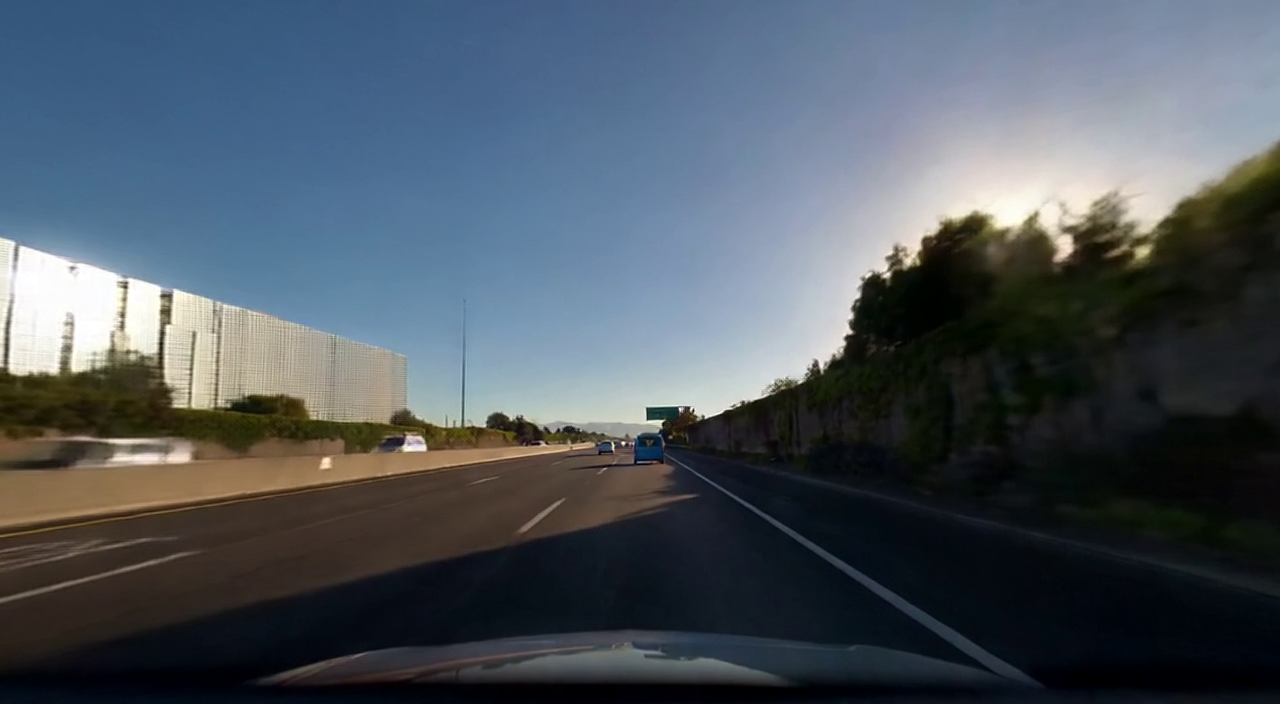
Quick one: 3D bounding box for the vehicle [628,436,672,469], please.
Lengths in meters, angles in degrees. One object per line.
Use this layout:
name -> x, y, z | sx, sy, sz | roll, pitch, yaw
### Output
vehicle -> 0.470, 4.904, 30.866 | 1.997, 1.484, 3.409 | 0, -8, 0
